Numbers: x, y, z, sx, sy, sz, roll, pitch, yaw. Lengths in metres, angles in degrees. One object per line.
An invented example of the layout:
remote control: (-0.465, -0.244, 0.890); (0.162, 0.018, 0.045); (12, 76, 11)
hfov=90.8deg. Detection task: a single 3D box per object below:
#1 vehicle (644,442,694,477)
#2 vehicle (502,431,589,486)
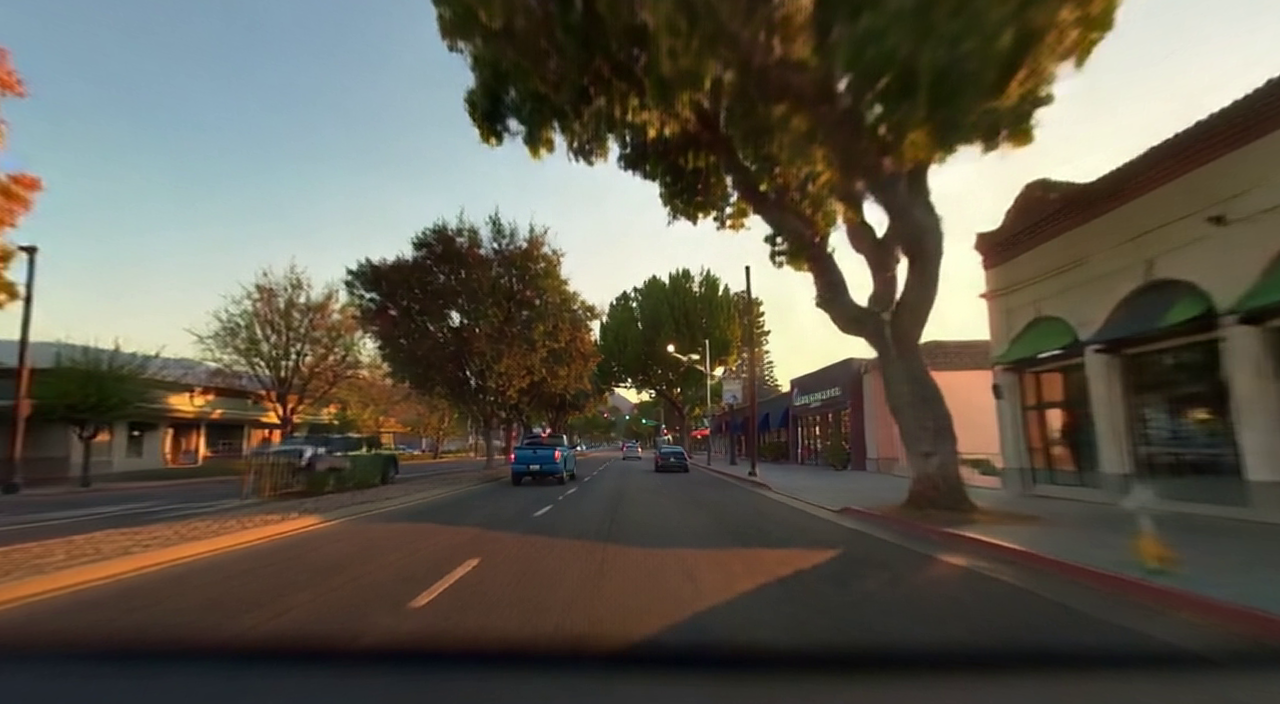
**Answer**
vehicle: (1.278, 4.961, 29.299); (2.103, 1.487, 4.101); (0, -9, 0)
vehicle: (-3.269, 3.821, 22.985); (2.464, 1.777, 5.128); (0, -9, -1)
